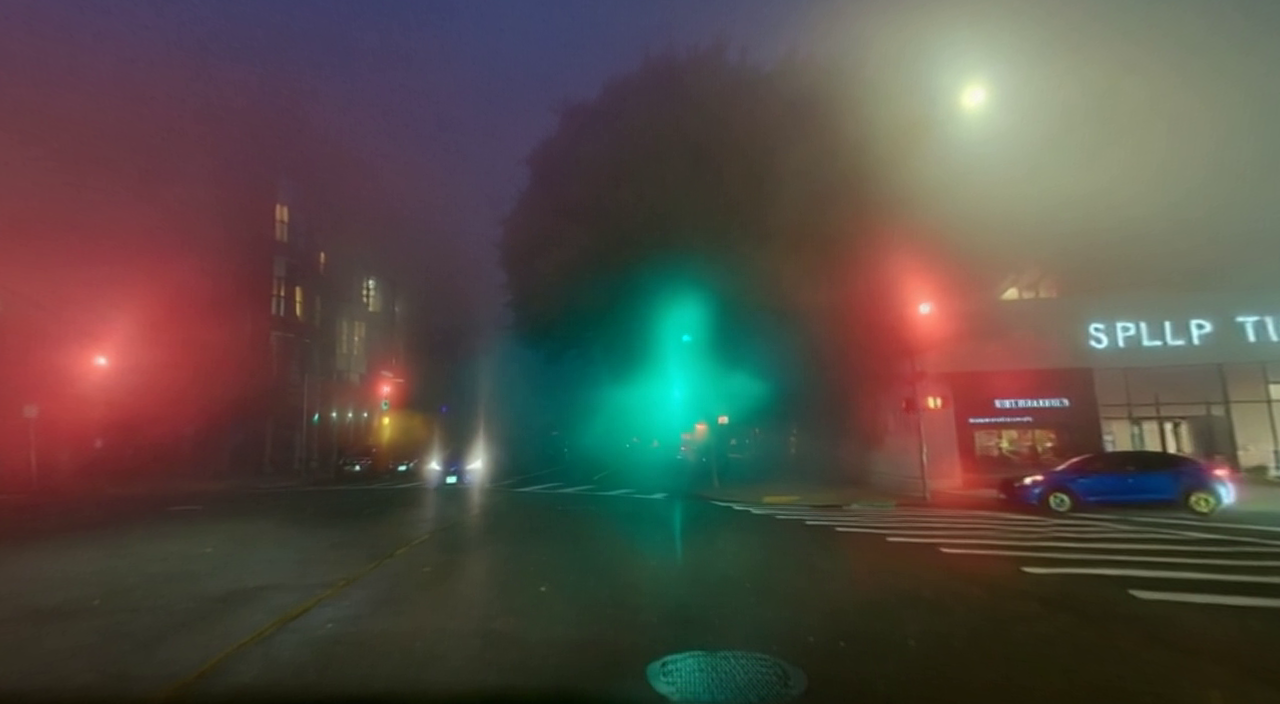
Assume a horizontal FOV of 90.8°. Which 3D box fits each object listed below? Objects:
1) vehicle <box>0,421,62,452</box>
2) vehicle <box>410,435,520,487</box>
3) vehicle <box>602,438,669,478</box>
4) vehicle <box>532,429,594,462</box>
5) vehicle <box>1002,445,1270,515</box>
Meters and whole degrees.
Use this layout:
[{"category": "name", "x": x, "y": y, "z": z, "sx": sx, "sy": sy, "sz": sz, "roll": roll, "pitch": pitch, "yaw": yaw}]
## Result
[{"category": "vehicle", "x": -32.678, "y": 4.343, "z": 32.465, "sx": 1.699, "sy": 1.539, "sz": 4.060, "roll": -2, "pitch": -8, "yaw": 8}, {"category": "vehicle", "x": -5.524, "y": 3.495, "z": 20.658, "sx": 2.119, "sy": 1.485, "sz": 4.472, "roll": -1, "pitch": -8, "yaw": 3}, {"category": "vehicle", "x": -0.078, "y": 4.298, "z": 25.972, "sx": 1.892, "sy": 1.481, "sz": 4.365, "roll": -2, "pitch": -8, "yaw": 11}, {"category": "vehicle", "x": -4.243, "y": 5.292, "z": 35.848, "sx": 2.181, "sy": 1.723, "sz": 4.692, "roll": -2, "pitch": -8, "yaw": 10}, {"category": "vehicle", "x": 11.157, "y": 2.890, "z": 14.552, "sx": 4.426, "sy": 1.446, "sz": 1.795, "roll": -2, "pitch": -8, "yaw": 9}]
